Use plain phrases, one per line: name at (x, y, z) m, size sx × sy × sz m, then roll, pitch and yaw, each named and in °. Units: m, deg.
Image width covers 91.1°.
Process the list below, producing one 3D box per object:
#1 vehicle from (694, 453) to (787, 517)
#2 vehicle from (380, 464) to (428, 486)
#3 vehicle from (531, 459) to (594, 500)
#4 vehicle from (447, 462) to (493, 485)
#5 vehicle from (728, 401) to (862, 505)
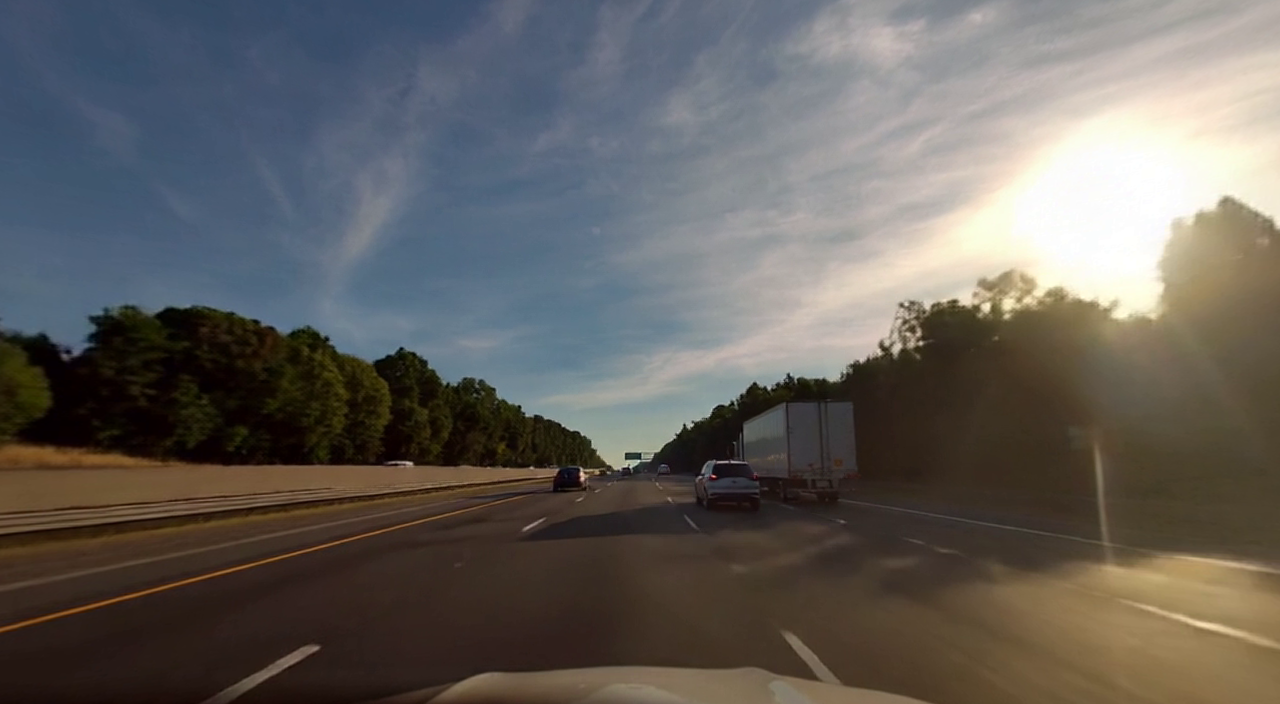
vehicle at (2.948, 4.052, 19.507) m, size 2.050 × 1.708 × 4.457 m, roll 1°, pitch -10°, yaw -1°
vehicle at (-17.907, 9.349, 47.824) m, size 1.783 × 1.541 × 4.315 m, roll 0°, pitch -10°, yaw 2°
vehicle at (-3.187, 5.347, 26.605) m, size 2.025 × 1.547 × 4.150 m, roll 1°, pitch -10°, yaw 1°
vehicle at (-11.387, 8.182, 42.350) m, size 1.827 × 1.412 × 4.194 m, roll 1°, pitch -10°, yaw 1°
vehicle at (7.417, 5.573, 33.823) m, size 2.883 × 4.151 × 17.144 m, roll 1°, pitch -10°, yaw 0°
